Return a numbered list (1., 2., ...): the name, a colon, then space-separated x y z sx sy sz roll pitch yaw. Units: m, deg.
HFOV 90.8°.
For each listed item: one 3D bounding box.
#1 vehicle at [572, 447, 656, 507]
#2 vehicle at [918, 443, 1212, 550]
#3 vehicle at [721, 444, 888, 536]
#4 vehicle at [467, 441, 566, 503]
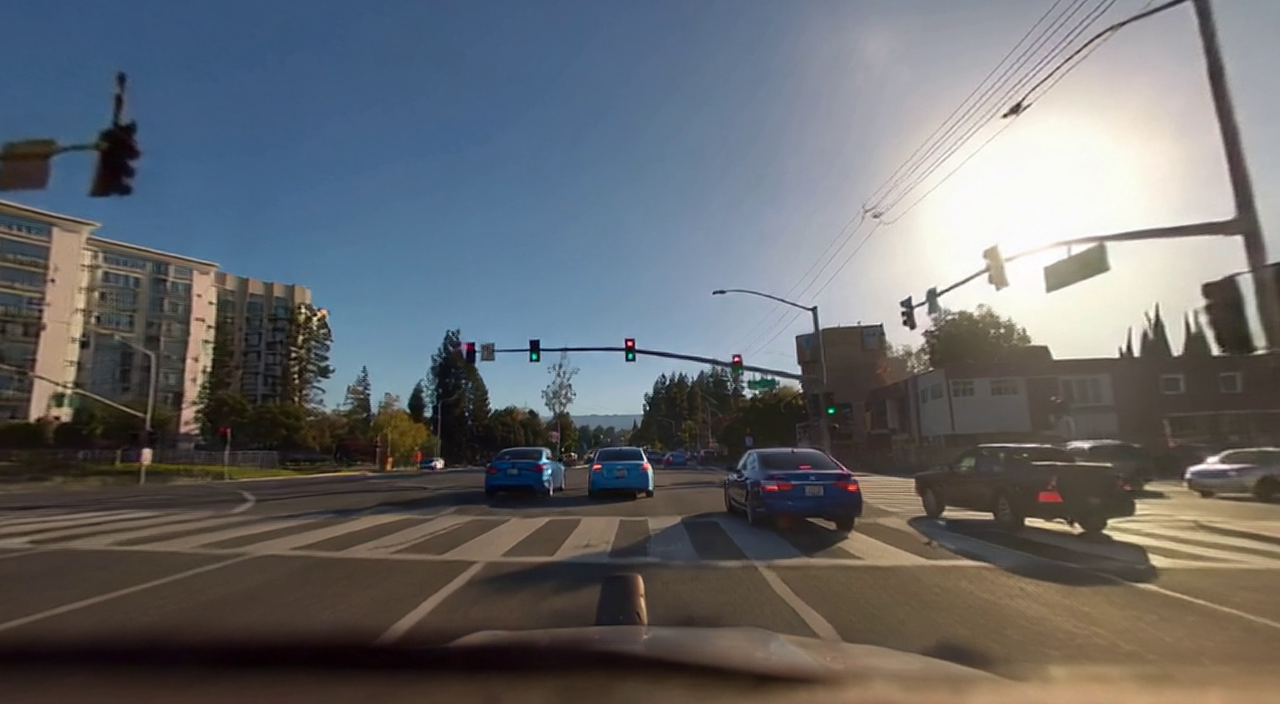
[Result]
1. vehicle: -0.668 3.434 17.854 2.065 1.464 4.216 0 -8 -1
2. vehicle: 6.900 2.340 11.044 2.004 1.455 4.417 0 -8 -1
3. vehicle: 3.015 2.613 12.710 2.053 1.490 4.464 0 -8 -1
4. vehicle: -3.528 3.516 18.962 2.073 1.606 4.364 0 -8 0
